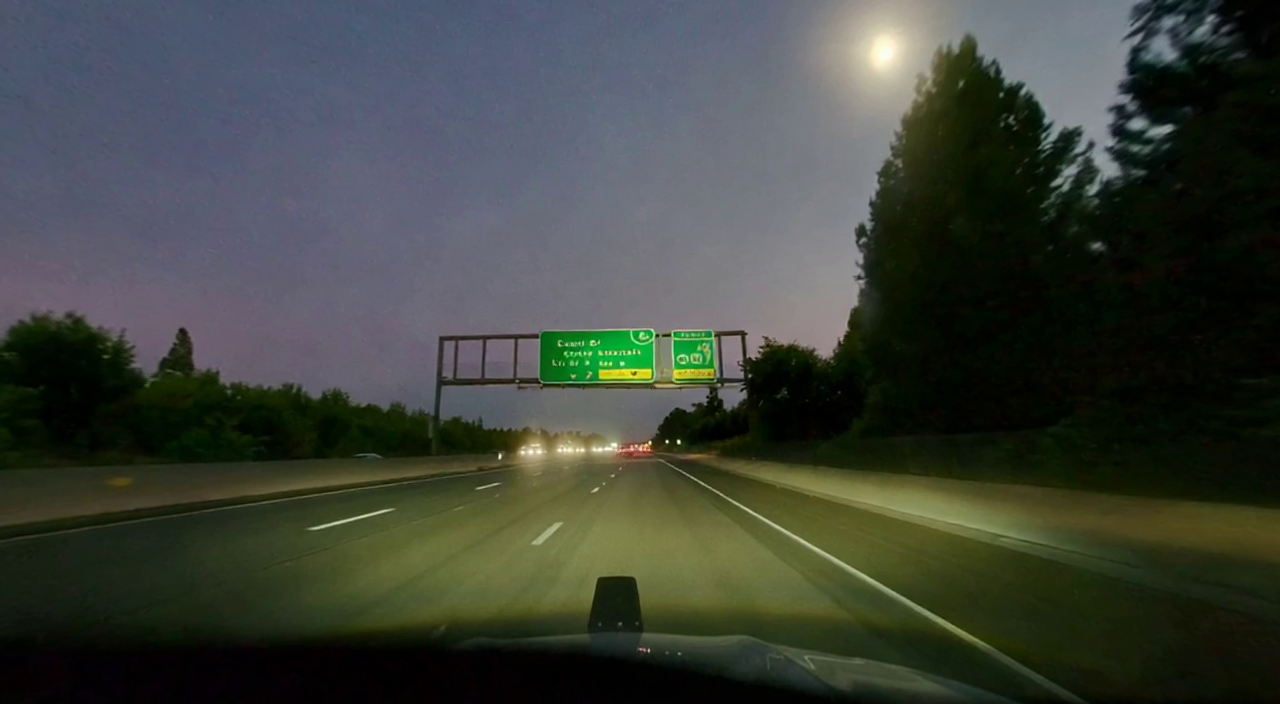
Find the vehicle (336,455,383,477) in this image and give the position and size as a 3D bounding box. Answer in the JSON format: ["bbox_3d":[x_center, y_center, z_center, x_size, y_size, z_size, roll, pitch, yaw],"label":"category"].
[{"bbox_3d":[-20.489,8.310,46.219,1.658,1.394,3.896,3,-9,-2],"label":"vehicle"}]
